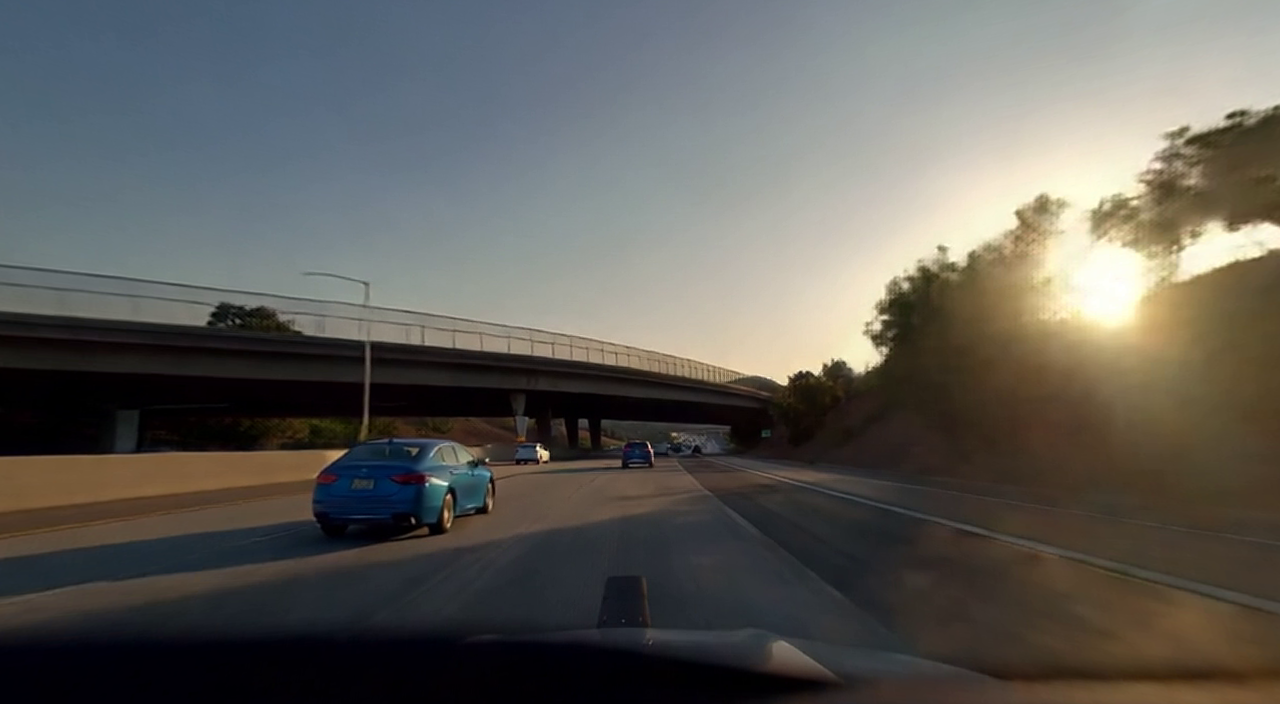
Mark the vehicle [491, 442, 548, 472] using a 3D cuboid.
[{"bbox_3d":[-6.406,5.644,33.936,1.994,1.519,4.668,0,-9,2],"label":"vehicle"}]

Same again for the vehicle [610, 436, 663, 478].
[{"bbox_3d":[-0.116,4.638,28.002,2.155,1.690,4.318,0,-9,1],"label":"vehicle"}]

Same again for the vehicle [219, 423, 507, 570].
[{"bbox_3d":[-3.555,1.950,9.274,2.124,1.607,4.531,0,-9,1],"label":"vehicle"}]
